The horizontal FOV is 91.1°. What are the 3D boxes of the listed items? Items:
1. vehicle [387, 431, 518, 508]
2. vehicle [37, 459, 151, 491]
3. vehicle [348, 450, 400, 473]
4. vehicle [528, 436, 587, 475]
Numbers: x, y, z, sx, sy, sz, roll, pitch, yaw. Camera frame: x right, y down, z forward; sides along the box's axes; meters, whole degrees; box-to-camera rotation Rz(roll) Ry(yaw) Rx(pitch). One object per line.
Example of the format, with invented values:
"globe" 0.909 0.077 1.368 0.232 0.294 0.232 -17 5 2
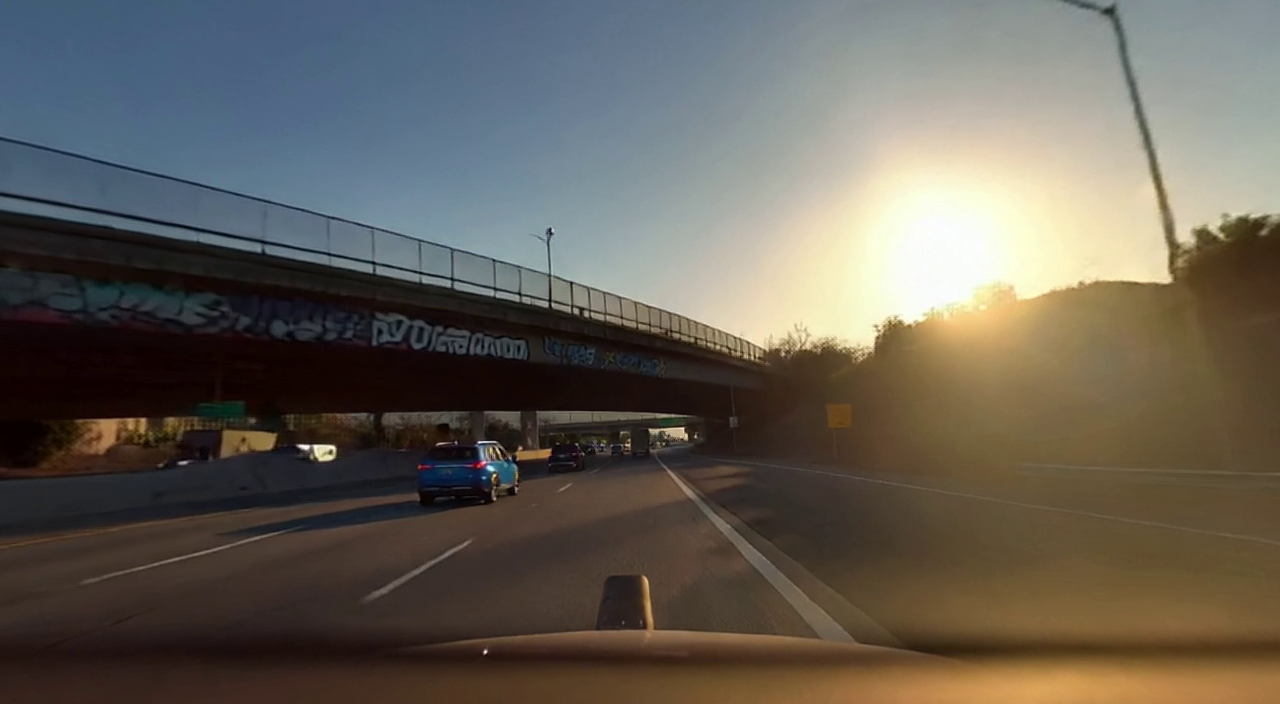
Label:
"vehicle" -4.403 2.810 15.464 1.969 1.633 3.962 0 -8 0
"vehicle" -35.280 7.934 40.892 2.190 1.725 5.844 0 -8 0
"vehicle" -20.150 8.316 47.788 1.856 1.560 5.001 -1 -8 -1
"vehicle" -3.822 4.883 29.859 2.154 1.693 4.394 0 -8 1
